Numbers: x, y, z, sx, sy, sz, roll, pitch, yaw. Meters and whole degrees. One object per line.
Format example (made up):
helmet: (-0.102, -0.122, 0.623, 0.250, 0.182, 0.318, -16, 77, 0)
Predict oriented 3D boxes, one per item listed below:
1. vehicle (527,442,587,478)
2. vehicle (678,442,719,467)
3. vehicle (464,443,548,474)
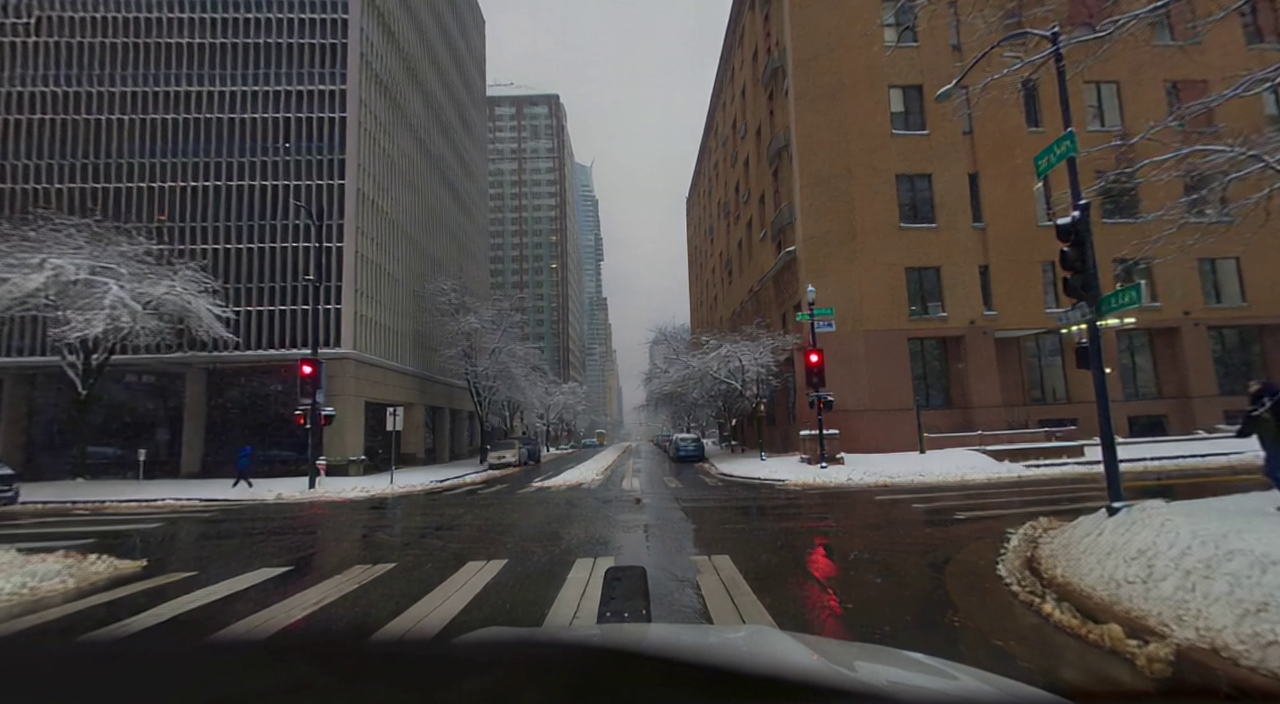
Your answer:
vehicle: (-3.665, 4.844, 28.643, 1.989, 1.481, 4.500, 0, -8, 1)
vehicle: (3.547, 6.280, 38.860, 1.853, 1.426, 4.160, 1, -8, -3)
vehicle: (-8.022, 6.356, 38.012, 4.526, 1.726, 1.963, 8, -12, -44)
